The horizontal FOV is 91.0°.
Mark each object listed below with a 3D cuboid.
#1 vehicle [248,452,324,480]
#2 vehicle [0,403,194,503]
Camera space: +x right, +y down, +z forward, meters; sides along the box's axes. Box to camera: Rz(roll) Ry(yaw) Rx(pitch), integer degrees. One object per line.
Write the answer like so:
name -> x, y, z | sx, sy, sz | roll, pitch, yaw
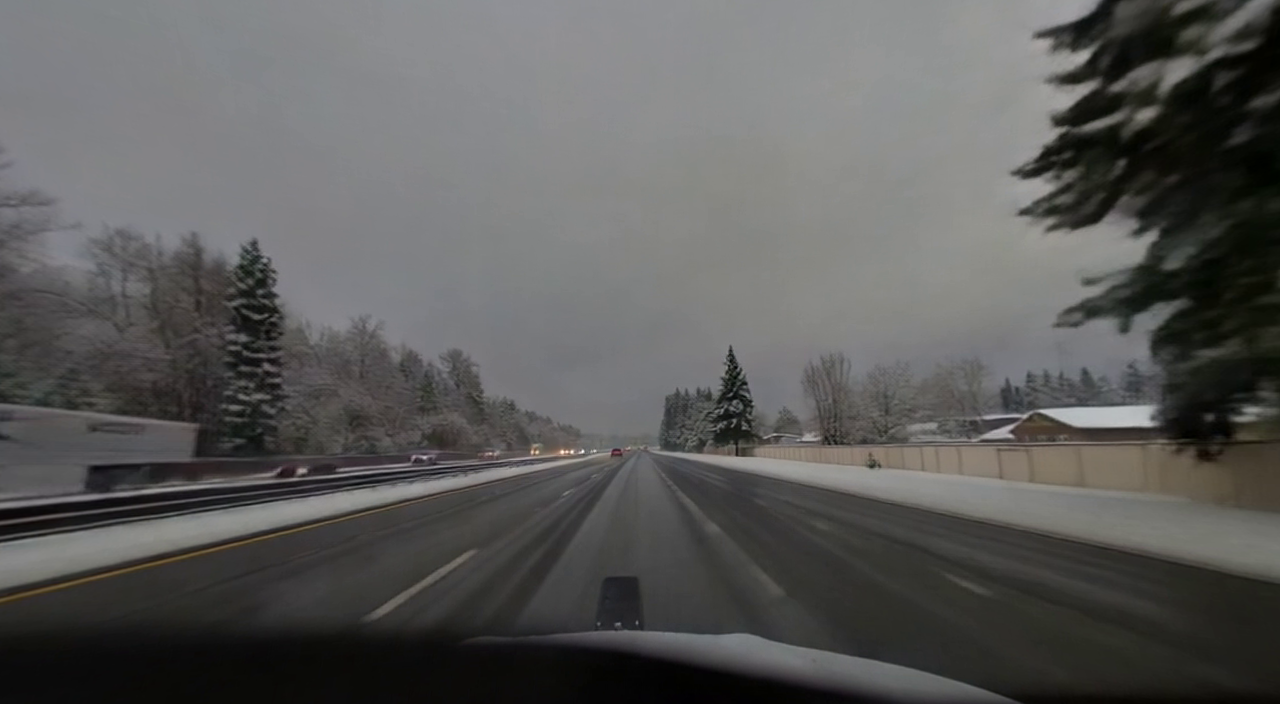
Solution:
vehicle -> -21.233, 6.827, 37.982 | 1.866, 1.521, 4.645 | 0, -9, 0
vehicle -> -24.973, 4.218, 26.429 | 2.824, 3.613, 13.143 | 0, -9, 0
